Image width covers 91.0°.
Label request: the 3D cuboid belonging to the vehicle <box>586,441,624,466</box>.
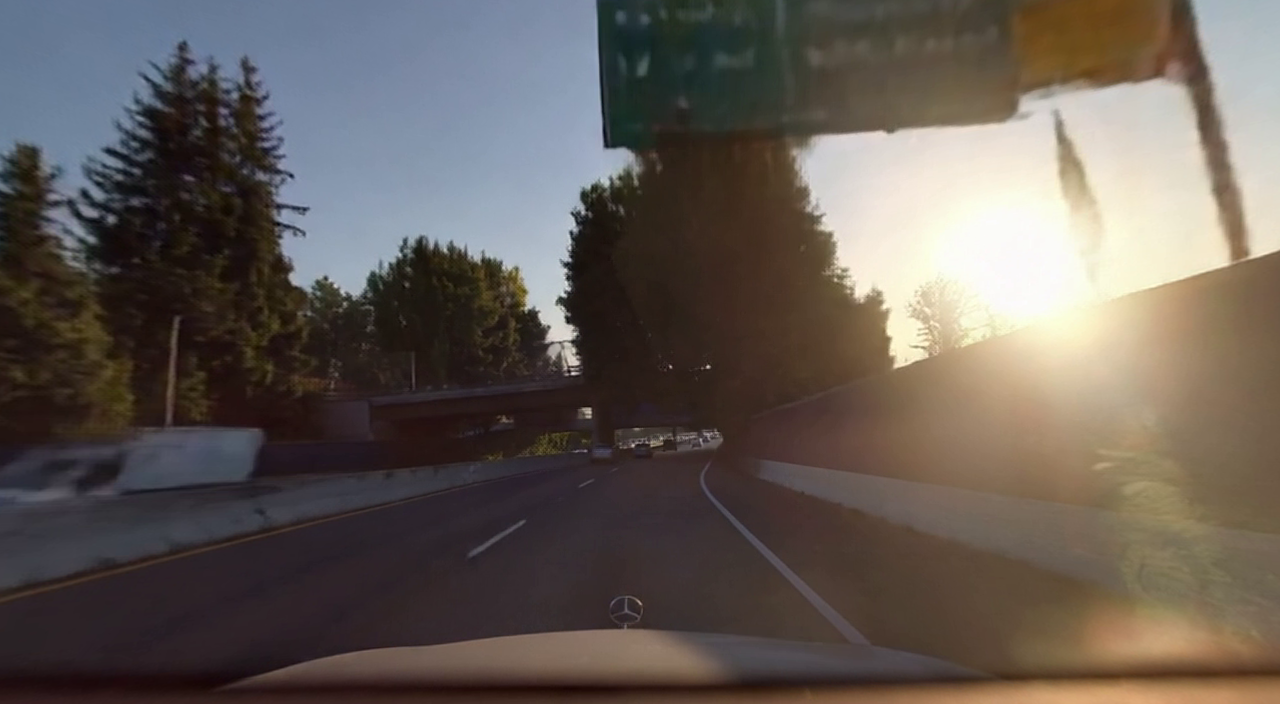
[{"bbox_3d":[-2.221,6.627,41.220,1.985,1.518,3.847,-1,-8,4],"label":"vehicle"}]

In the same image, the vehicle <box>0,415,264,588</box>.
[{"bbox_3d":[-10.855,2.652,12.174,2.476,2.598,7.227,0,-8,2],"label":"vehicle"}]

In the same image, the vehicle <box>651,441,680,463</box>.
[{"bbox_3d":[1.984,7.614,48.079,2.077,1.533,3.854,-1,-8,4],"label":"vehicle"}]
